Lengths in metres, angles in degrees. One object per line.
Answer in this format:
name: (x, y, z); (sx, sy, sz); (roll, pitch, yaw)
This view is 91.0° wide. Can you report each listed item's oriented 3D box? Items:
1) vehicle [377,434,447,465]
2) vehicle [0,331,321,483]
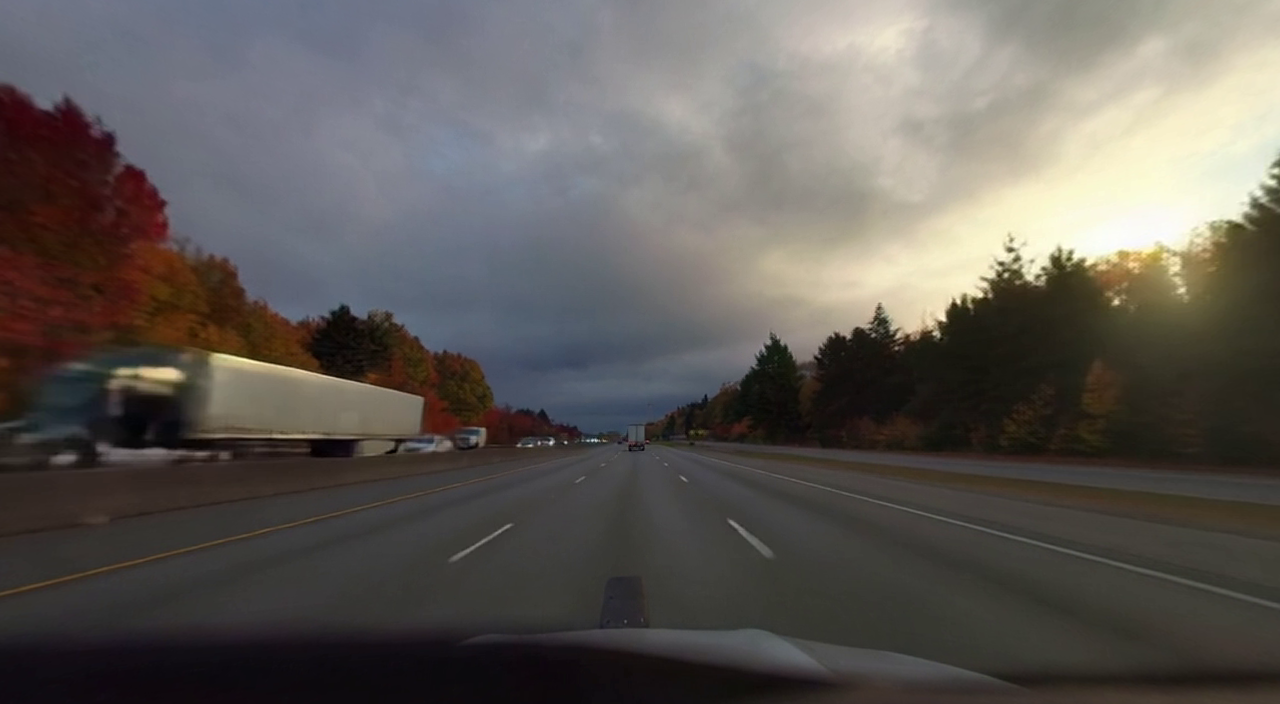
vehicle: (-11.669, 5.012, 32.504); (1.933, 1.497, 4.435); (0, -8, 0)
vehicle: (-15.534, 2.188, 22.018); (3.051, 4.038, 10.652); (0, -8, 0)
